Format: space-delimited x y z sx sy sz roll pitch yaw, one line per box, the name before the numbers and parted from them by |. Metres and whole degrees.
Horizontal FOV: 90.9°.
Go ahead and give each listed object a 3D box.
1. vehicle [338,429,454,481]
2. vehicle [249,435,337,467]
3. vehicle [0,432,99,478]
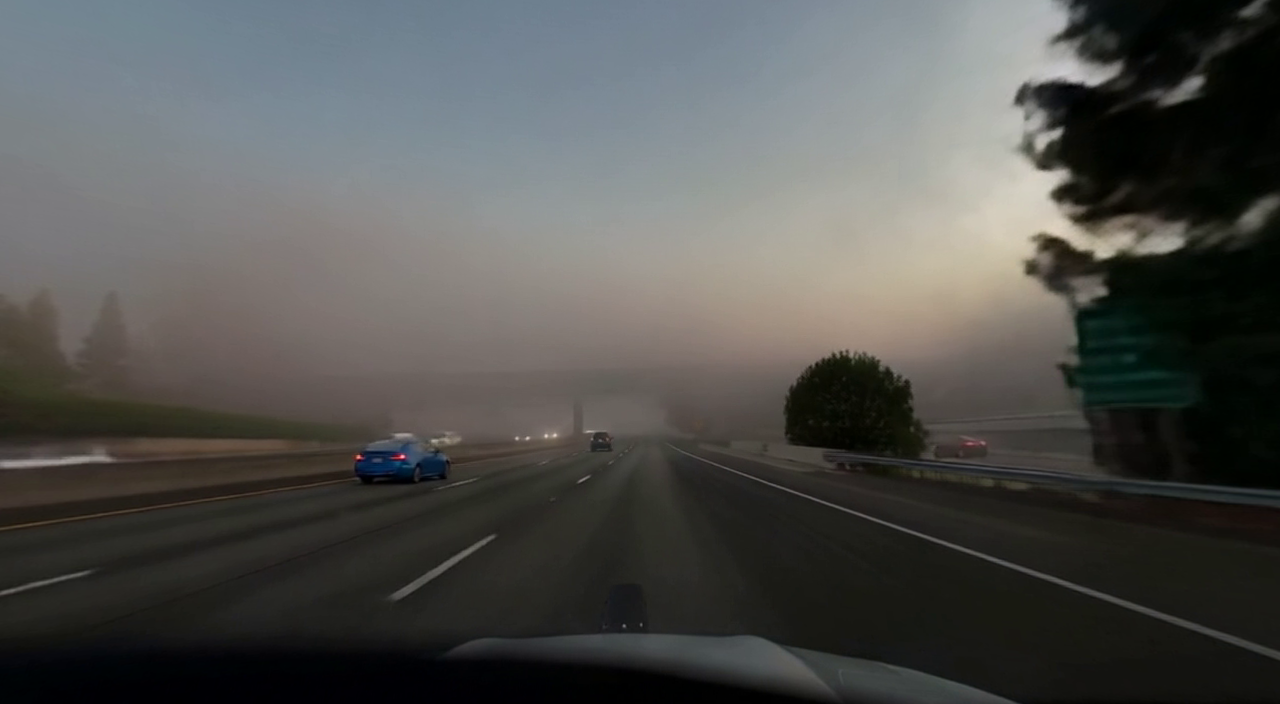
vehicle | -7.708 3.283 20.402 1.987 1.486 4.174 0 -8 2
vehicle | -17.354 4.983 31.802 1.840 1.490 4.438 0 -8 1
vehicle | -25.092 4.132 25.476 2.027 1.700 4.915 0 -8 1
